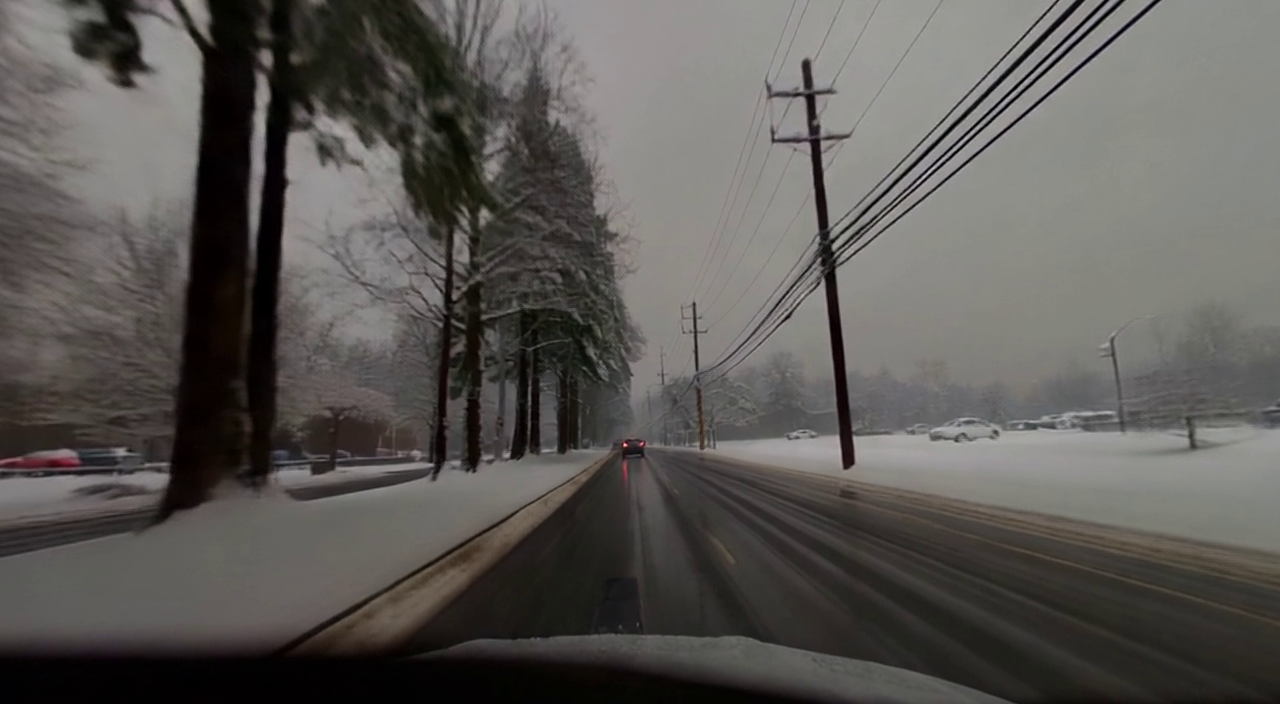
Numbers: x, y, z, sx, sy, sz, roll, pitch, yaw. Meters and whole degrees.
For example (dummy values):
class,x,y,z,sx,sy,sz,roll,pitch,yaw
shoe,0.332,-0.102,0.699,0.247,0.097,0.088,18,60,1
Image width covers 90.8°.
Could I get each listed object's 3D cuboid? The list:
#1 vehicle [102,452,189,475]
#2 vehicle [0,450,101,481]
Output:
class,x,y,z,sx,sy,sz,roll,pitch,yaw
vehicle,-34.324,7.743,43.942,4.367,1.464,1.992,-1,-9,2
vehicle,-34.102,6.453,35.967,4.662,1.660,2.312,0,-9,-2
